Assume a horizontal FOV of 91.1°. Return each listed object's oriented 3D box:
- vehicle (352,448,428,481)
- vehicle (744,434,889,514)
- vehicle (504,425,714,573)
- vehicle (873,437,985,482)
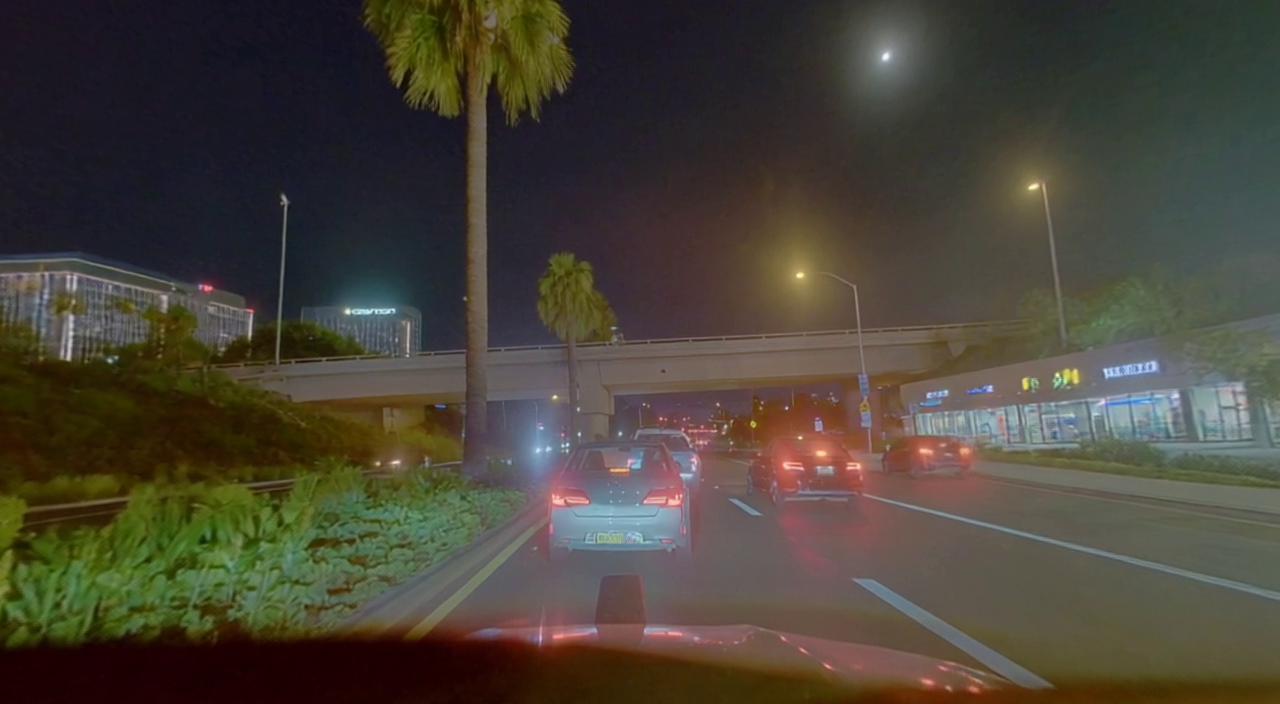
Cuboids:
[{"bbox_3d":[-12.303,5.536,31.256,1.933,1.486,4.449,0,-8,1],"label":"vehicle"},{"bbox_3d":[3.776,2.696,14.466,2.034,1.517,4.840,0,-9,1],"label":"vehicle"},{"bbox_3d":[-0.251,1.823,8.577,2.172,1.506,4.018,0,-8,2],"label":"vehicle"},{"bbox_3d":[10.478,3.931,23.207,2.100,1.469,4.772,0,-9,3],"label":"vehicle"}]
